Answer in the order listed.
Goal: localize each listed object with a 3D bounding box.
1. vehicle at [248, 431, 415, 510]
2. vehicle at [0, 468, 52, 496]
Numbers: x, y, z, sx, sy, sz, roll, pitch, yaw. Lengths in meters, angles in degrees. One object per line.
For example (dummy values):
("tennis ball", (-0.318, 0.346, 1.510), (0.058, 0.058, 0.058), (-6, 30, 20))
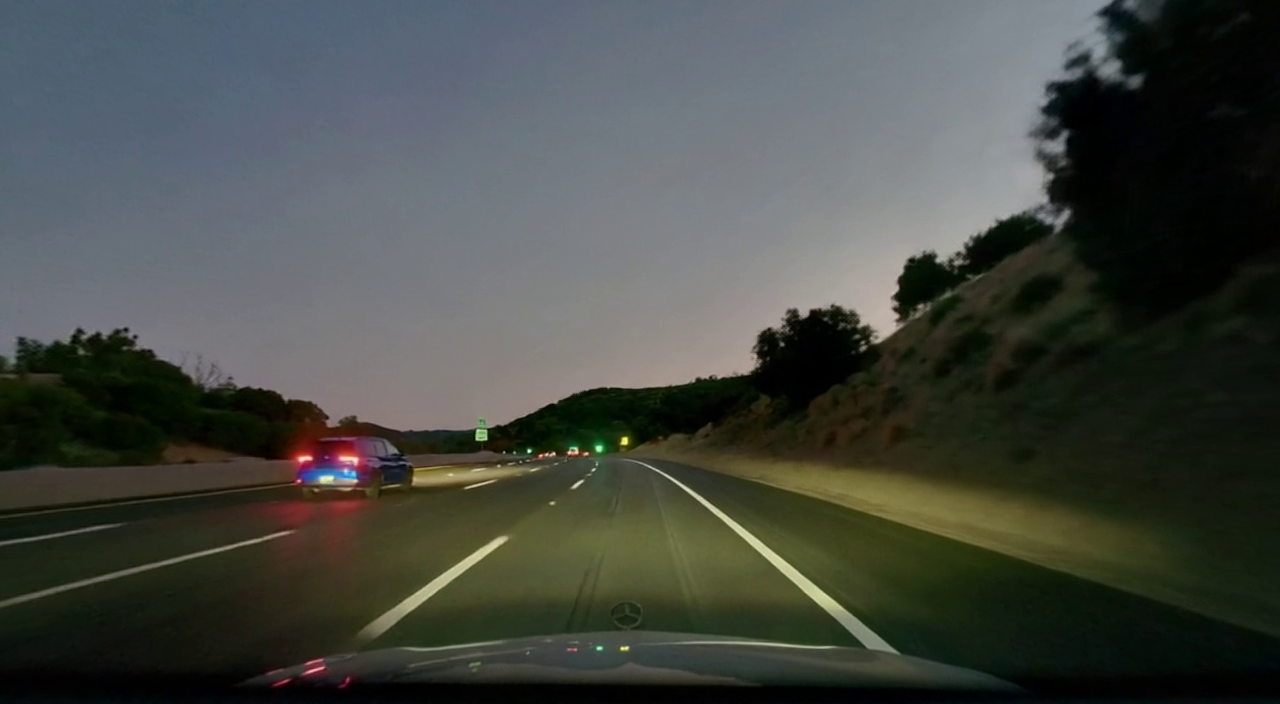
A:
("vehicle", (-7.665, 2.966, 16.309), (2.046, 1.712, 4.533), (0, -8, -1))
("vehicle", (-36.445, 7.425, 35.959), (1.758, 1.423, 4.262), (0, -8, -1))
